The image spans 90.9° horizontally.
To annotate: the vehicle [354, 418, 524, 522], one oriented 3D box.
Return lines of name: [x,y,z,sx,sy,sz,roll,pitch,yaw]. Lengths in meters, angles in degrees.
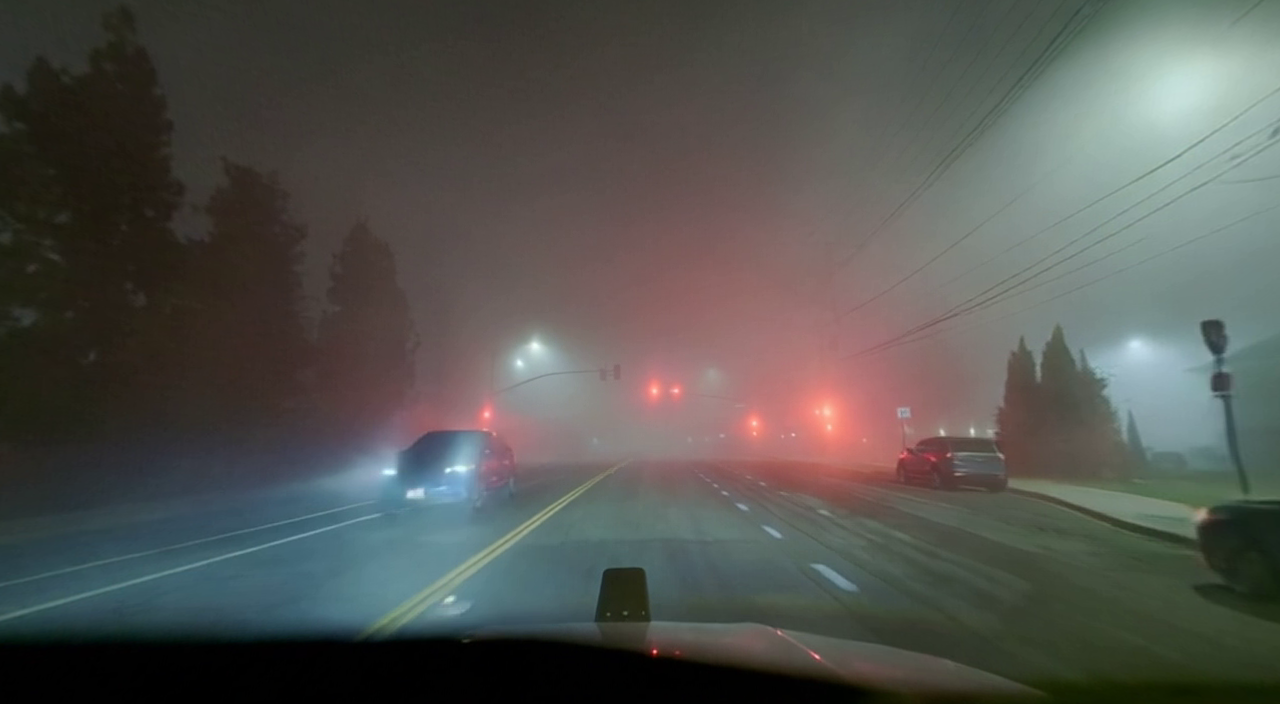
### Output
vehicle: [-3.950,2.419,13.471,2.012,1.778,4.990,0,-8,-1]

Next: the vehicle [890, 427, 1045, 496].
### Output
vehicle: [9.530,3.232,18.967,2.170,1.771,4.908,0,-8,2]
